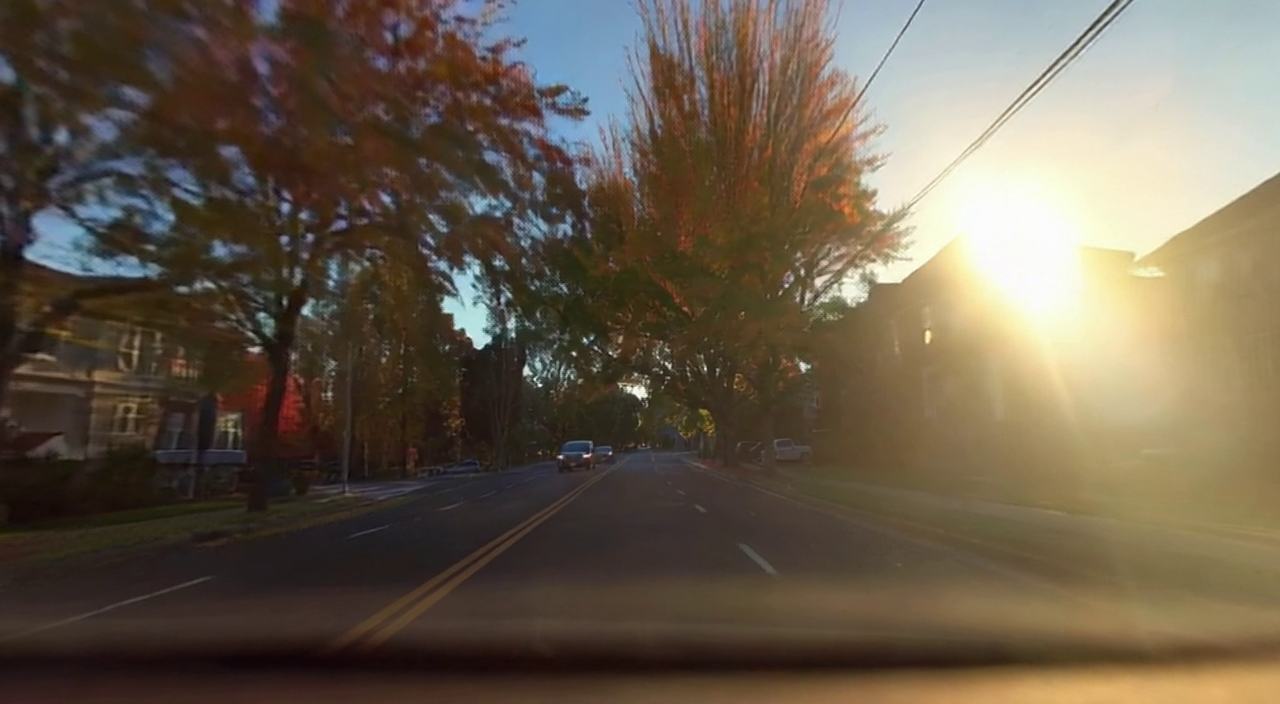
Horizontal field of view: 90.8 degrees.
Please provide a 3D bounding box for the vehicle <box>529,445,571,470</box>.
[{"bbox_3d":[-6.415,7.596,45.700,2.481,1.714,4.702,0,-9,-1],"label":"vehicle"}]

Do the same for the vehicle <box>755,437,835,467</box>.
[{"bbox_3d":[9.472,6.180,38.903,4.385,1.612,2.070,-3,-9,5],"label":"vehicle"}]

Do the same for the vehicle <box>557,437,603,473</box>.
[{"bbox_3d":[-3.532,6.228,38.403,2.275,1.953,5.423,0,-9,0],"label":"vehicle"}]
